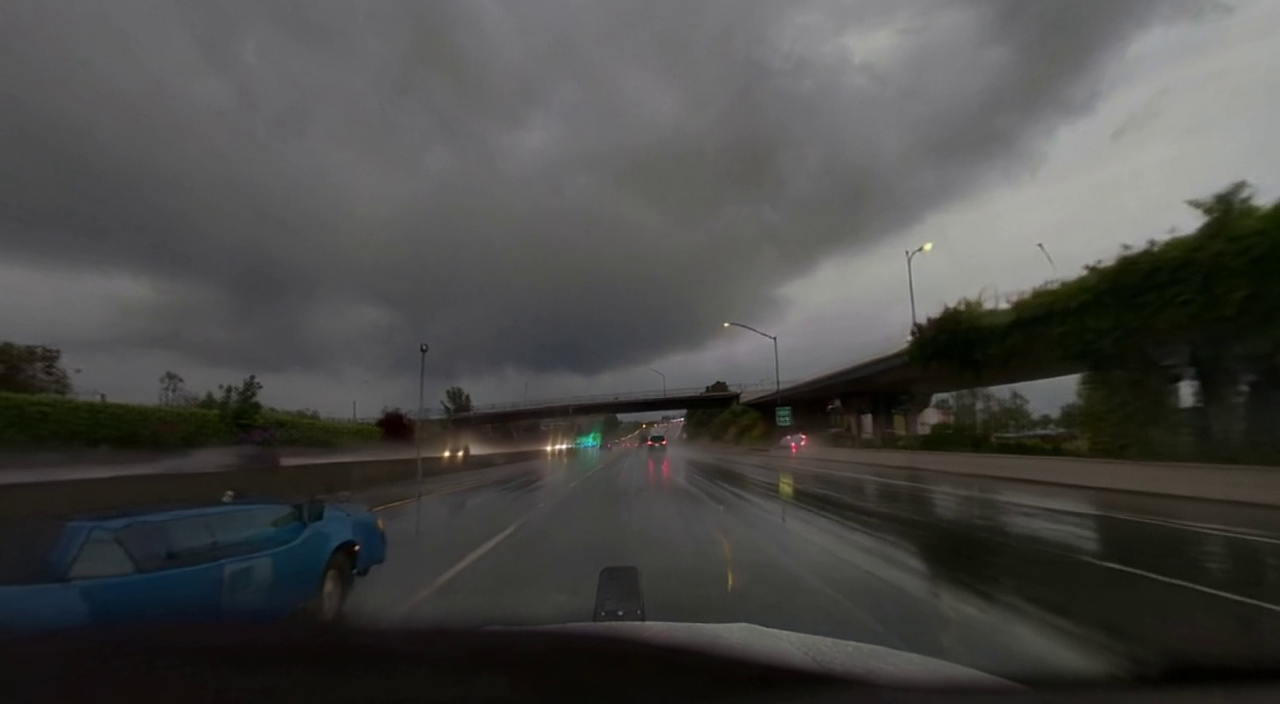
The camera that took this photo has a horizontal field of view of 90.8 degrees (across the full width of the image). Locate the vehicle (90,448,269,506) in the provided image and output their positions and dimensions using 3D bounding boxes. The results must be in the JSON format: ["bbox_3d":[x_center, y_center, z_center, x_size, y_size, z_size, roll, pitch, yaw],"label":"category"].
[{"bbox_3d":[-13.458,3.630,18.921,1.892,1.481,4.576,0,-8,0],"label":"vehicle"}]
